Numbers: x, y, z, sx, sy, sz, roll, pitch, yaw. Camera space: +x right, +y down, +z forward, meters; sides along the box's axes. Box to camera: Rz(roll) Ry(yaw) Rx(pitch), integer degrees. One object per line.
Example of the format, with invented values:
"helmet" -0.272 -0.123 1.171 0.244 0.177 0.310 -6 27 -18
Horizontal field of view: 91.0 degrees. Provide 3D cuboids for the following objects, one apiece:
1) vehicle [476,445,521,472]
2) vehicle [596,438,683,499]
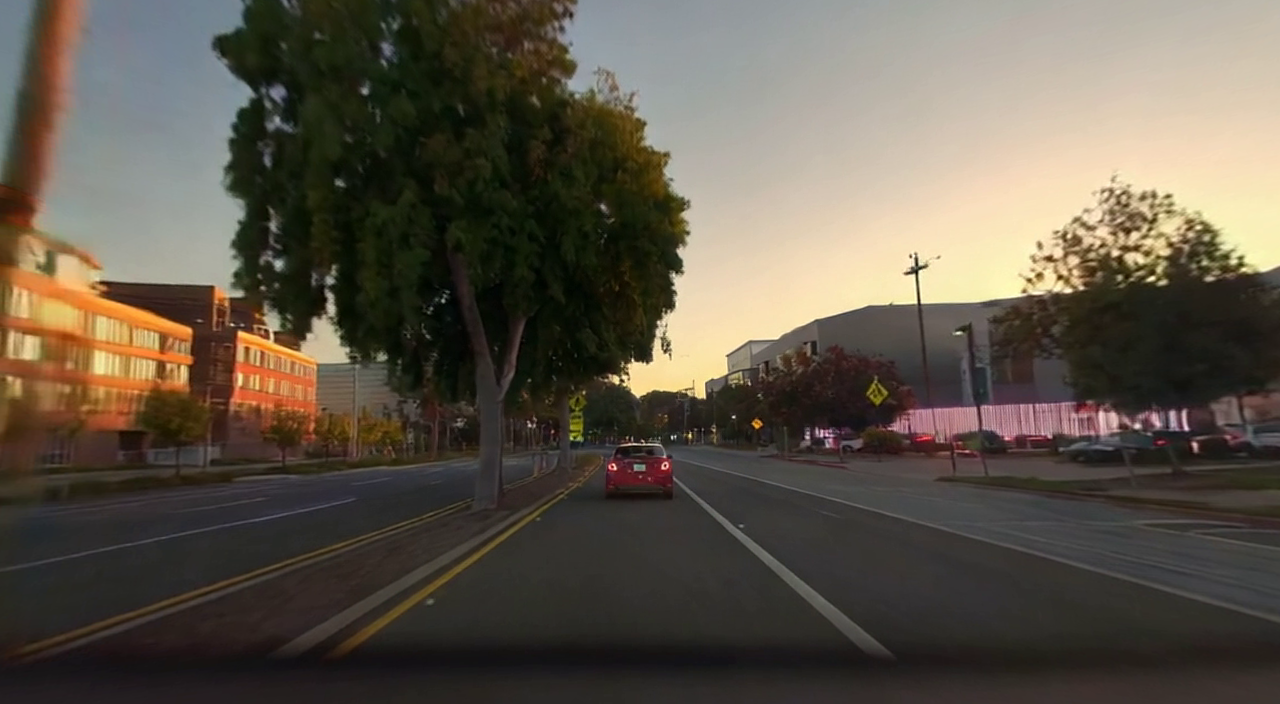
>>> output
"vehicle" -9.274 6.991 41.564 1.903 1.476 4.395 -5 -8 -1
"vehicle" -0.064 3.146 17.445 2.126 1.475 3.967 0 -8 -1
